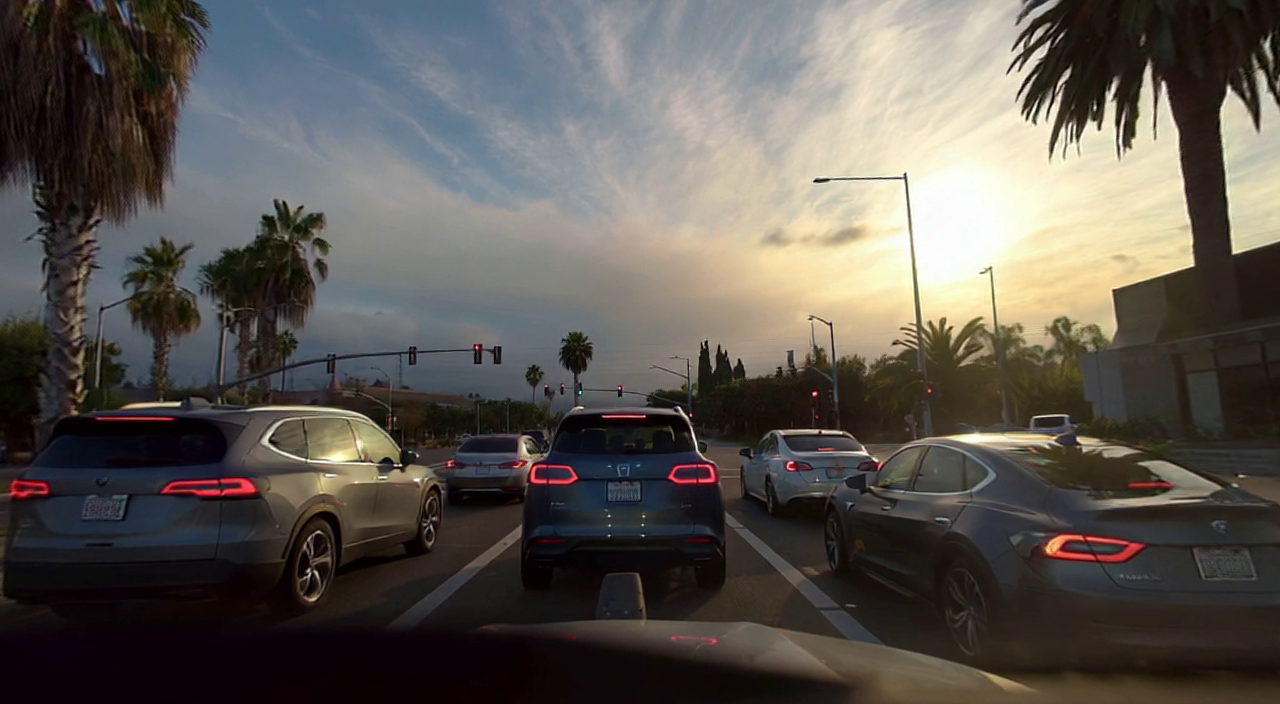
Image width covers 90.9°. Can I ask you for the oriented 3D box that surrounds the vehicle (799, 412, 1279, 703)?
[{"bbox_3d":[2.966,1.370,5.256,2.017,1.491,4.611,0,-8,-1],"label":"vehicle"}]

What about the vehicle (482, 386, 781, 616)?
[{"bbox_3d":[-0.128,1.460,7.098,2.280,1.747,4.361,0,-8,-2],"label":"vehicle"}]

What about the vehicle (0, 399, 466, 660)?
[{"bbox_3d":[-3.355,1.386,6.050,2.014,1.534,4.455,0,-8,1],"label":"vehicle"}]
